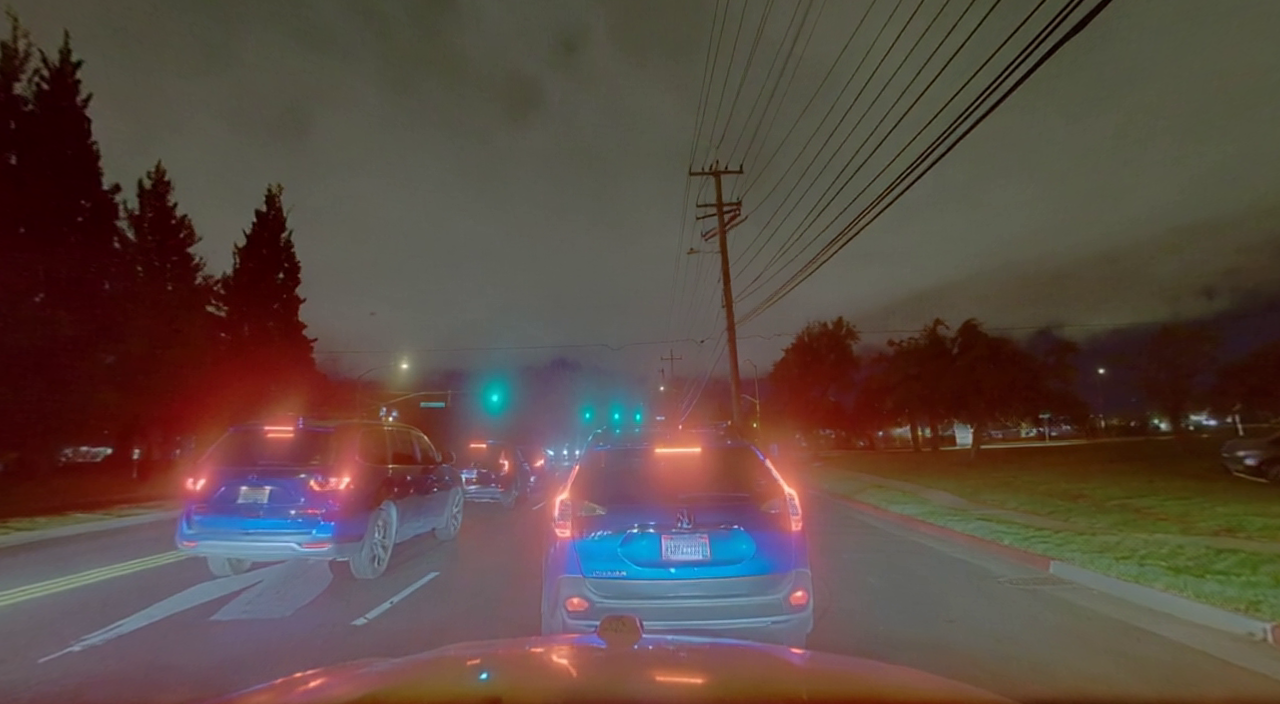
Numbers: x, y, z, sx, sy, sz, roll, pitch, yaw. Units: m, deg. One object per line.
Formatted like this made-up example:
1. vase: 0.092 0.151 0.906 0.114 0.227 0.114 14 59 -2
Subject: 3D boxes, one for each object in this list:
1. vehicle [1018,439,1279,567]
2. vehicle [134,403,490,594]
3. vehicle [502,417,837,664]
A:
1. vehicle: 8.382 2.161 9.933 1.993 1.508 4.521 0 -9 -1
2. vehicle: -3.475 1.645 7.923 2.105 1.706 4.337 0 -9 0
3. vehicle: 0.114 1.451 5.952 2.056 1.487 4.003 0 -9 -2
